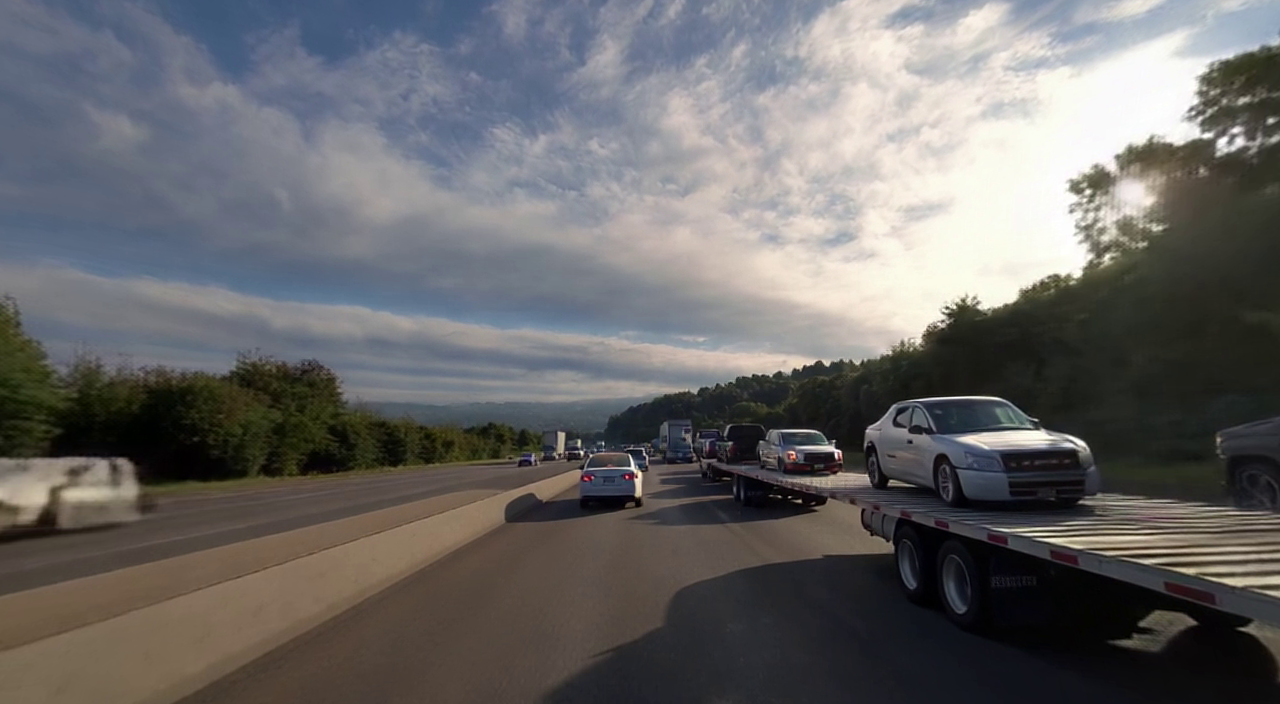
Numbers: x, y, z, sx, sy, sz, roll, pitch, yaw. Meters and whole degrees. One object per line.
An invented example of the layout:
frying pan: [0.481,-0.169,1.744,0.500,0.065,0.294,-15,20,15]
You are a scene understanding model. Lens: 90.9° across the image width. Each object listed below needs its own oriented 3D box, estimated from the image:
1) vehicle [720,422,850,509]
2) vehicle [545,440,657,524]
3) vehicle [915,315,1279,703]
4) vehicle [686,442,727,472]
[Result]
vehicle: [3.425,2.789,15.798,2.303,1.889,3.920,0,-9,0]
vehicle: [-0.683,2.618,13.131,1.991,1.466,3.675,0,-9,0]
vehicle: [3.484,0.903,3.410,1.959,1.783,4.407,0,-9,0]
vehicle: [3.914,6.254,37.600,1.938,1.660,4.223,0,-9,-1]
